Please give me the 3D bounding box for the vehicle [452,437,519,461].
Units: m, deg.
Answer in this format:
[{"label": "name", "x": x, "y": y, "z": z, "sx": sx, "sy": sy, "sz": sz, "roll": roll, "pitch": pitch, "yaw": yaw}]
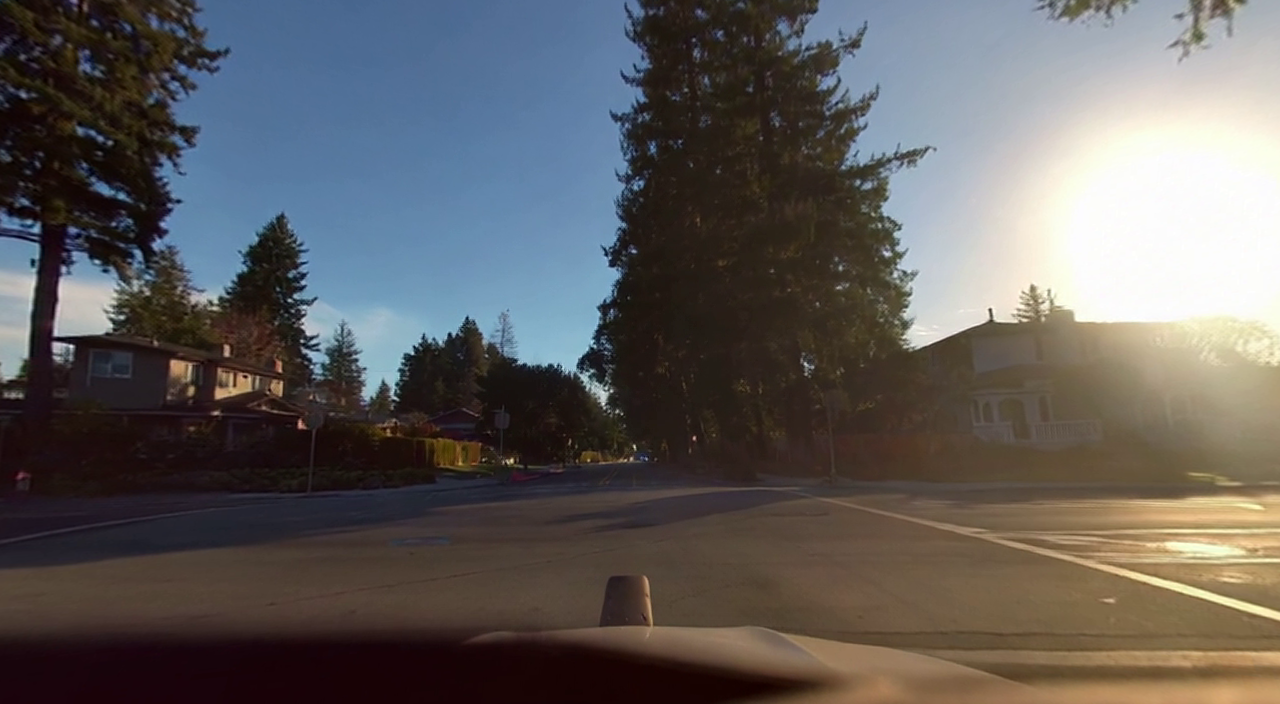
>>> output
[{"label": "vehicle", "x": -11.736, "y": 7.397, "z": 48.065, "sx": 4.622, "sy": 1.782, "sz": 1.836, "roll": 0, "pitch": -9, "yaw": 1}]
